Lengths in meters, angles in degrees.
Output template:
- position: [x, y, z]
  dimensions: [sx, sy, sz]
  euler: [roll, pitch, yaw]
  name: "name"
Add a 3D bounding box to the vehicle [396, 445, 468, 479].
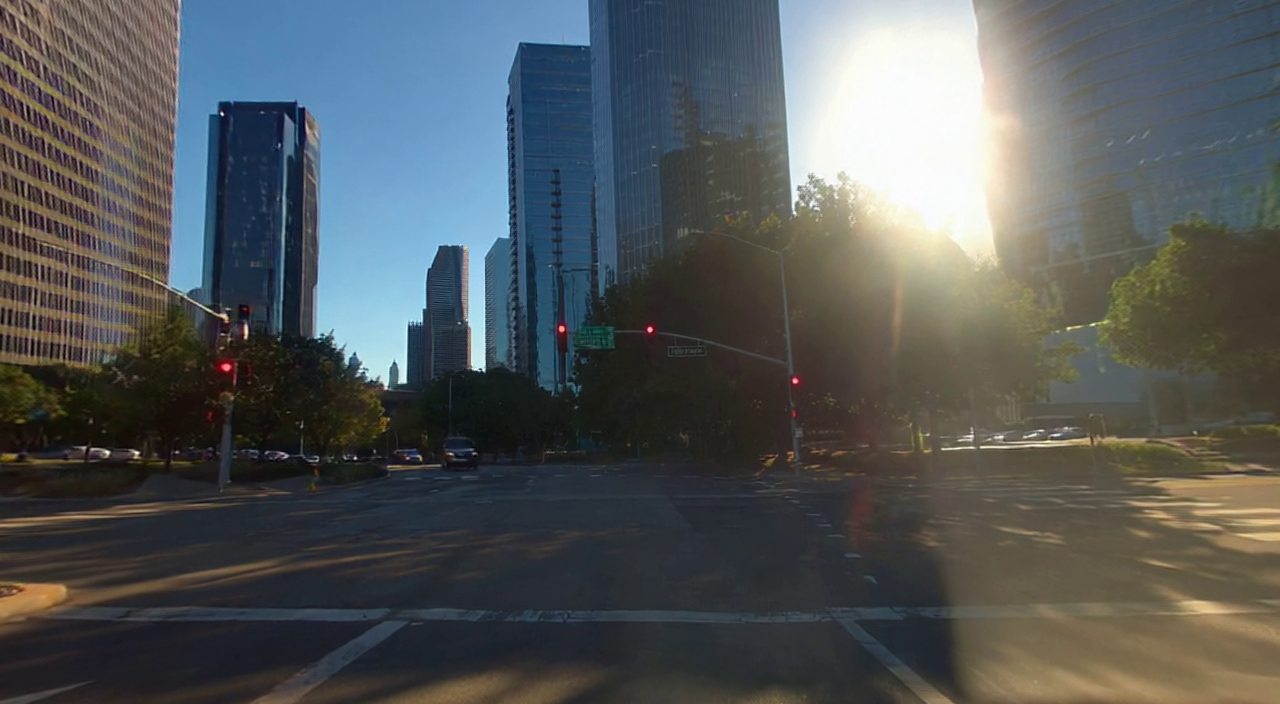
- position: [-11.586, 6.138, 35.466]
  dimensions: [2.069, 1.771, 4.947]
  euler: [0, -9, 3]
  name: "vehicle"
